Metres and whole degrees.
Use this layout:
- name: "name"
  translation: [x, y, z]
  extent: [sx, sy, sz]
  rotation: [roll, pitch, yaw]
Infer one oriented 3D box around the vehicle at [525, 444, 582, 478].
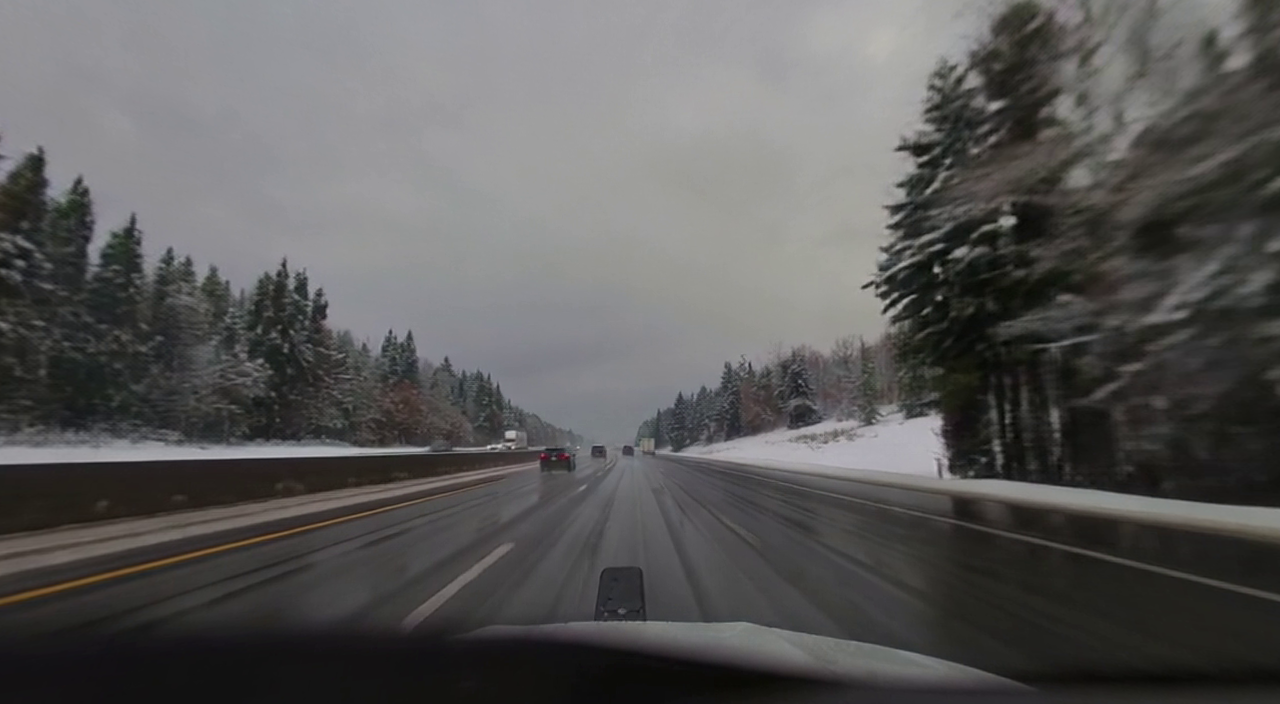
- name: "vehicle"
  translation: [-4.080, 5.234, 30.512]
  extent: [2.169, 1.473, 4.631]
  rotation: [0, -9, -1]
